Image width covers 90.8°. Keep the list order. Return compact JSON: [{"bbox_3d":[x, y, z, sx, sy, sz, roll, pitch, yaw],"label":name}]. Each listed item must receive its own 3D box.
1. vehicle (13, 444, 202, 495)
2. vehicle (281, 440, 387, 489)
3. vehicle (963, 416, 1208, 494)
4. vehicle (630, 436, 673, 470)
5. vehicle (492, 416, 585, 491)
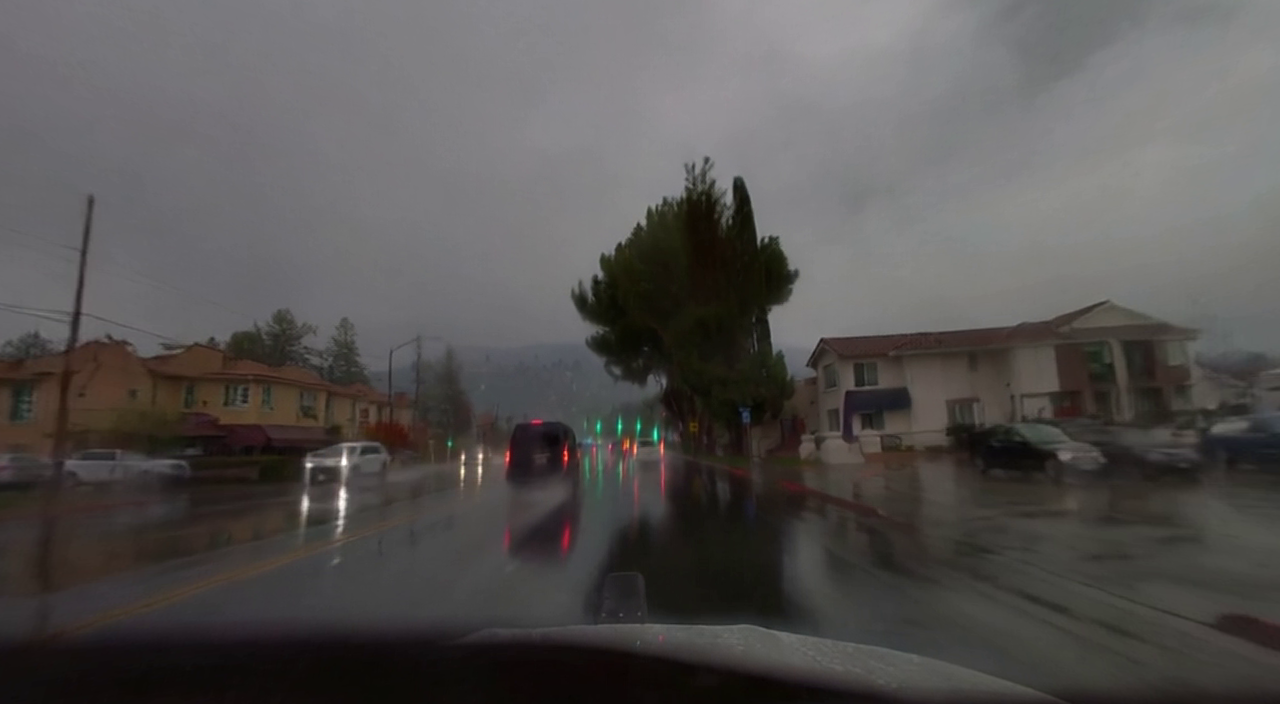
[{"bbox_3d":[-24.005,5.291,28.739,6.055,2.148,2.690,0,-9,-1],"label":"vehicle"},{"bbox_3d":[-12.924,4.744,27.102,2.159,1.860,5.004,0,-9,-2],"label":"vehicle"},{"bbox_3d":[10.030,2.380,14.873,2.194,1.521,4.686,0,-9,-3],"label":"vehicle"},{"bbox_3d":[0.537,5.308,33.258,2.126,1.657,4.132,0,-9,-1],"label":"vehicle"},{"bbox_3d":[-3.114,3.273,20.649,2.213,2.123,5.124,0,-9,0],"label":"vehicle"}]
